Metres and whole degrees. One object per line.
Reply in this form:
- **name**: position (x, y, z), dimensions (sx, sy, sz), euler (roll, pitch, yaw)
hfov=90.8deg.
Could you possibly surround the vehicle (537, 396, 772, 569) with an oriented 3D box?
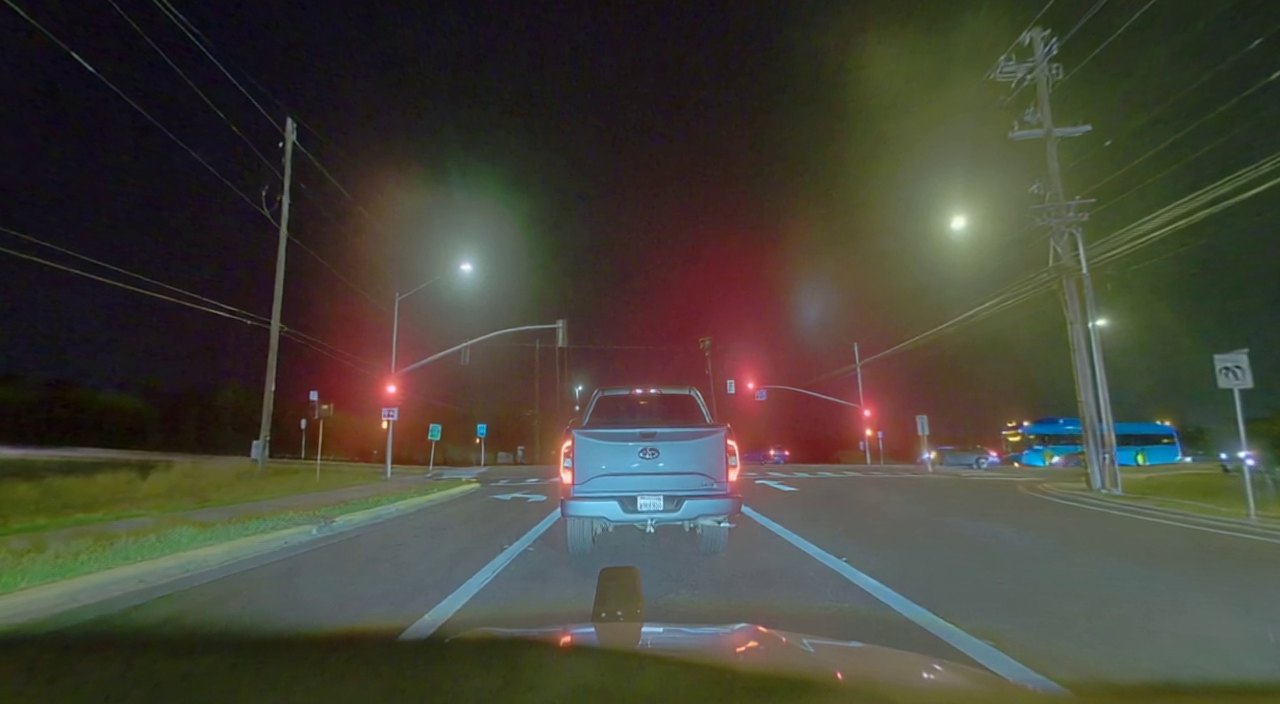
- **vehicle**: position (0.119, 1.904, 10.116), dimensions (2.707, 1.964, 5.485), euler (0, -8, -1)

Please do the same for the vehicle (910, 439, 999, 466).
- **vehicle**: position (22.560, 7.217, 45.448), dimensions (5.235, 1.878, 2.107), euler (0, -8, -2)

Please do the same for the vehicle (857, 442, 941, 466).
- **vehicle**: position (16.823, 6.633, 41.212), dimensions (4.578, 1.490, 1.935), euler (-1, -8, 3)

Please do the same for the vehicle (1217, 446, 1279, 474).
- **vehicle**: position (41.378, 7.004, 41.266), dimensions (5.426, 1.728, 1.999), euler (0, -8, -2)

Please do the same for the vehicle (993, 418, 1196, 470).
- **vehicle**: position (29.396, 5.986, 41.251), dimensions (10.726, 3.128, 3.003), euler (-1, -8, 1)
